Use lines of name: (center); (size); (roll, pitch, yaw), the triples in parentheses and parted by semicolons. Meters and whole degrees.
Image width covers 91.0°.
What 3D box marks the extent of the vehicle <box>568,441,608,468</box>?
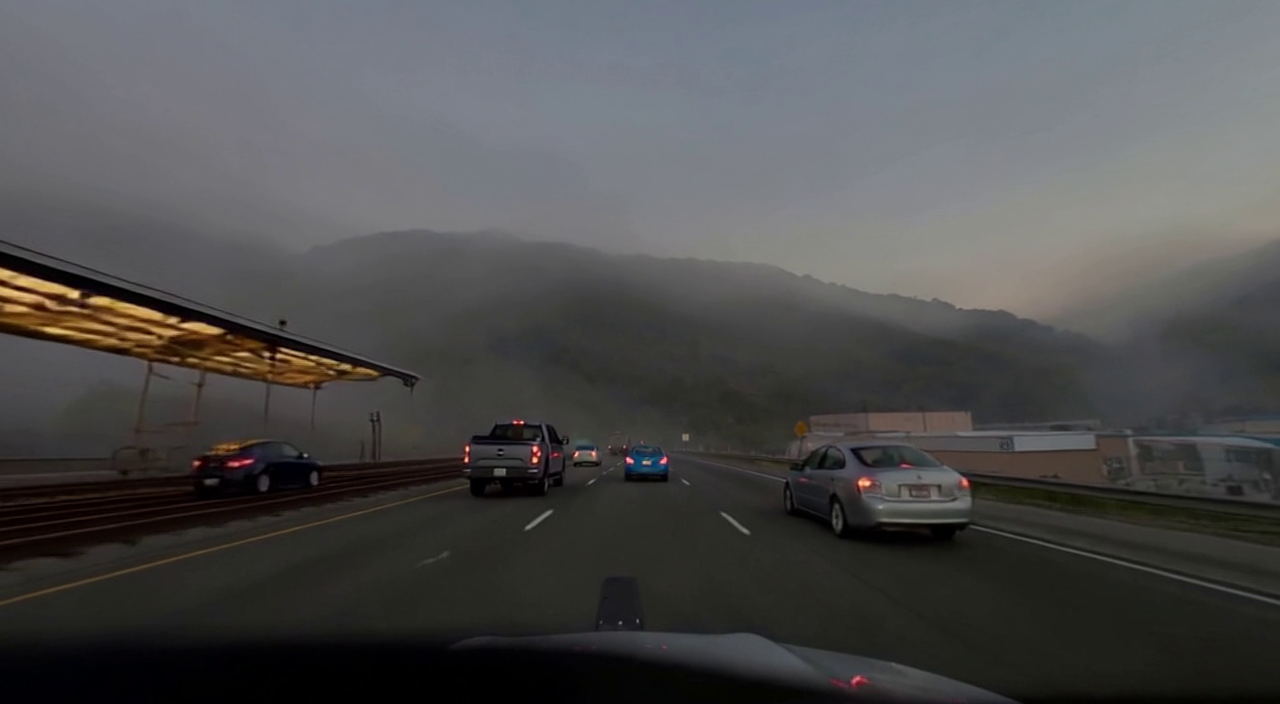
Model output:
vehicle: (-3.279, 6.638, 40.850); (2.151, 1.613, 4.786); (0, -9, 1)

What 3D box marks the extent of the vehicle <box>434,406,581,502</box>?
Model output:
vehicle: (-3.412, 2.889, 18.133); (2.733, 2.230, 6.820); (0, -9, 0)

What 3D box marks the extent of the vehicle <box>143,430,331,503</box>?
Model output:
vehicle: (-10.795, 3.095, 17.444); (2.137, 1.728, 4.665); (0, -9, -1)

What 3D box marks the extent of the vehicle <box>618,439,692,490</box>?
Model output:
vehicle: (0.420, 3.625, 20.592); (2.171, 1.493, 4.081); (0, -9, -1)

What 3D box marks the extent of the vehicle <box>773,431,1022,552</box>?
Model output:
vehicle: (3.753, 2.120, 10.371); (2.023, 1.510, 4.773); (0, -9, -1)
